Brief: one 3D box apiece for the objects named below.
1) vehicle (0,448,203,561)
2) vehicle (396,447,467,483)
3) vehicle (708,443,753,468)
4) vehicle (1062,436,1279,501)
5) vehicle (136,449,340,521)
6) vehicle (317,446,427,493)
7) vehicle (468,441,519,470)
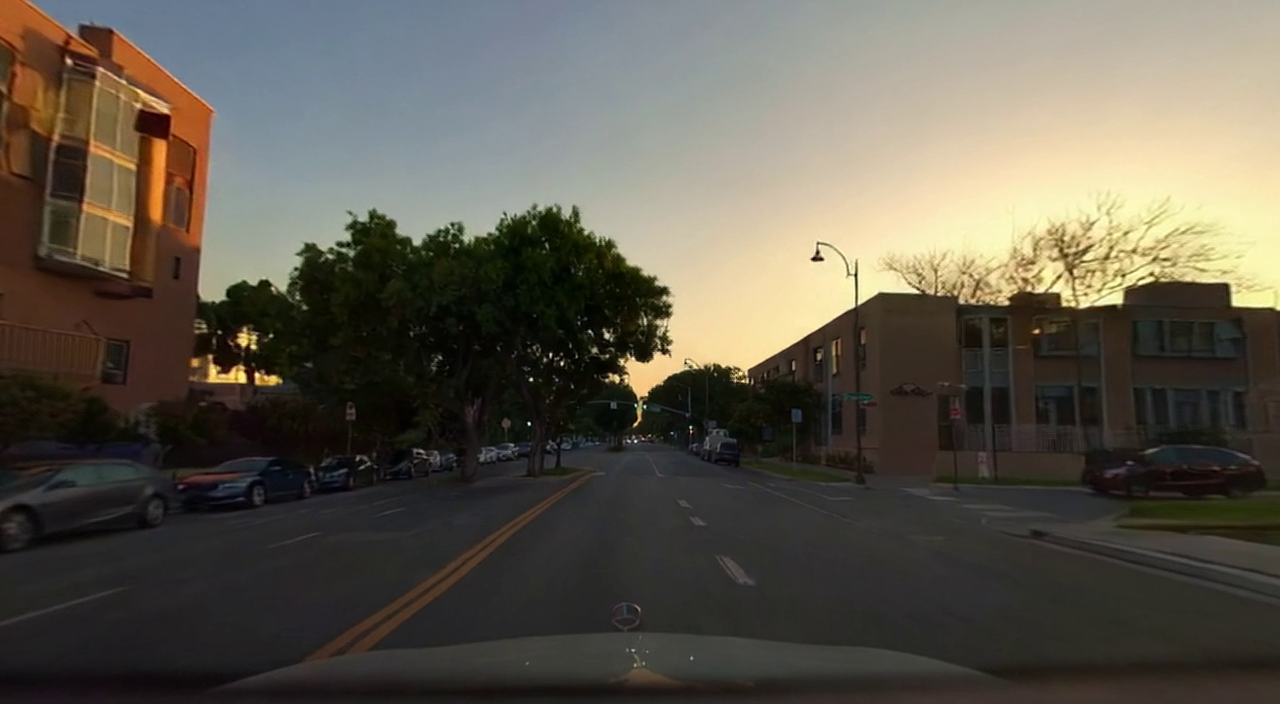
[{"bbox_3d":[-10.026,2.421,10.573,1.918,1.535,4.834,0,-8,1],"label":"vehicle"},{"bbox_3d":[-9.778,5.291,30.040,2.021,1.482,4.601,0,-8,-3],"label":"vehicle"},{"bbox_3d":[5.877,6.777,41.595,2.038,1.482,4.994,0,-8,-2],"label":"vehicle"},{"bbox_3d":[15.946,3.482,19.149,4.625,1.797,2.266,0,-8,-1],"label":"vehicle"},{"bbox_3d":[-10.089,3.330,16.461,2.010,1.476,4.871,-1,-8,2],"label":"vehicle"},{"bbox_3d":[-10.244,4.494,24.733,1.995,1.564,5.321,0,-8,0],"label":"vehicle"},{"bbox_3d":[-10.144,7.229,44.326,2.228,1.863,5.407,0,-8,1],"label":"vehicle"}]
